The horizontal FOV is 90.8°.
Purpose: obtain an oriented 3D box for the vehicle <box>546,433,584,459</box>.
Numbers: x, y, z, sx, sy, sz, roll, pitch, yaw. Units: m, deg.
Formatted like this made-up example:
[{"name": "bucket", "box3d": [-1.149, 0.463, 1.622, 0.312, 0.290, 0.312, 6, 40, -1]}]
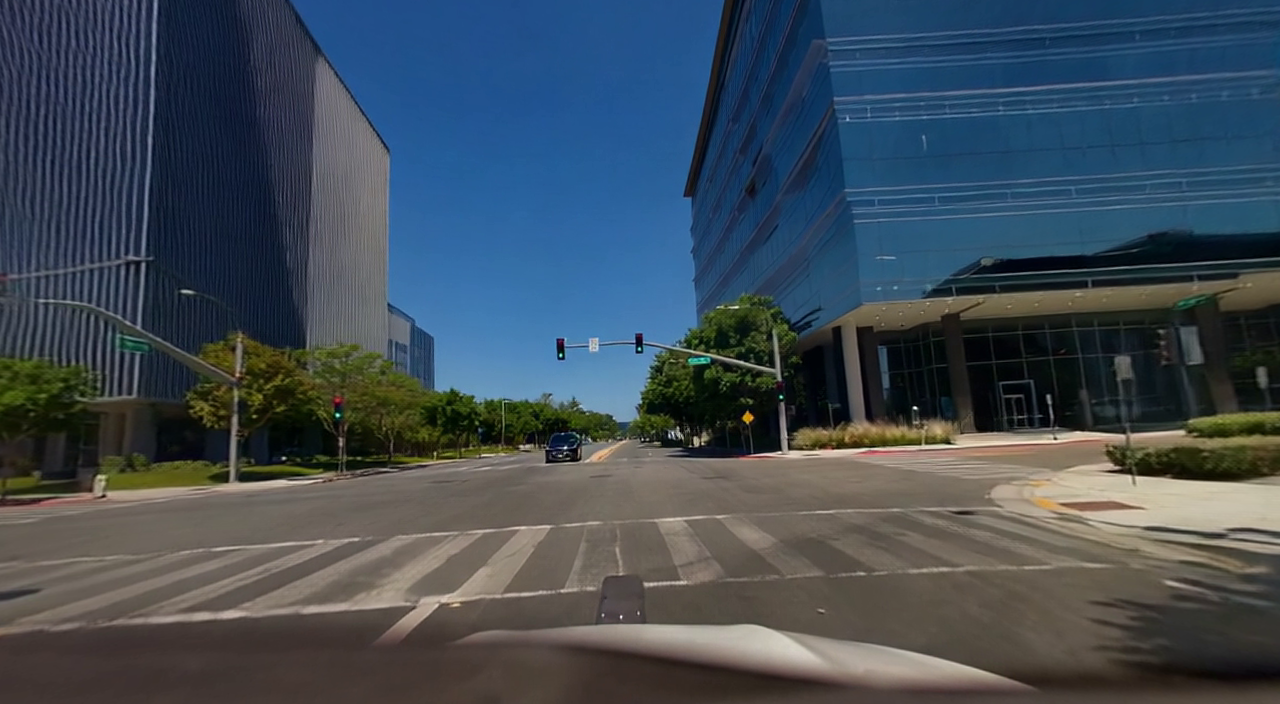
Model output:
[{"name": "vehicle", "box3d": [-5.035, 6.377, 42.766, 1.988, 1.666, 4.074, 0, -9, 1]}]
